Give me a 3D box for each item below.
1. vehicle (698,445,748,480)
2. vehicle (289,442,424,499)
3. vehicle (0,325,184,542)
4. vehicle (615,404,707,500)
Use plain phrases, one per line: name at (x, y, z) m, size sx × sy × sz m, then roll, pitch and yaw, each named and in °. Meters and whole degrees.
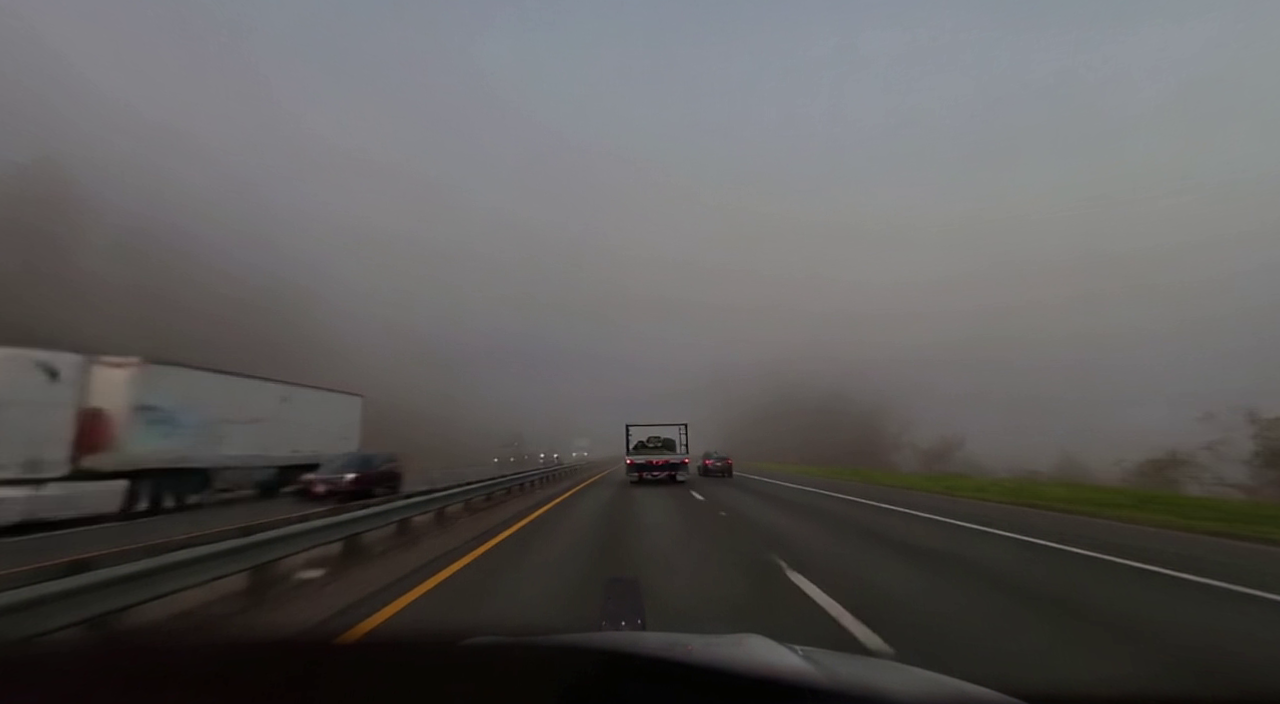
vehicle at (3.657, 4.955, 28.463) m, size 1.654 × 1.441 × 4.066 m, roll 0°, pitch -9°, yaw -1°
vehicle at (-8.860, 3.730, 20.272) m, size 2.051 × 1.586 × 4.739 m, roll 0°, pitch -9°, yaw 1°
vehicle at (-13.288, 1.729, 13.081) m, size 3.018 × 3.955 × 5.802 m, roll 0°, pitch -9°, yaw 0°
vehicle at (0.454, 3.043, 19.334) m, size 2.423 × 2.517 × 5.055 m, roll 0°, pitch -9°, yaw -2°
